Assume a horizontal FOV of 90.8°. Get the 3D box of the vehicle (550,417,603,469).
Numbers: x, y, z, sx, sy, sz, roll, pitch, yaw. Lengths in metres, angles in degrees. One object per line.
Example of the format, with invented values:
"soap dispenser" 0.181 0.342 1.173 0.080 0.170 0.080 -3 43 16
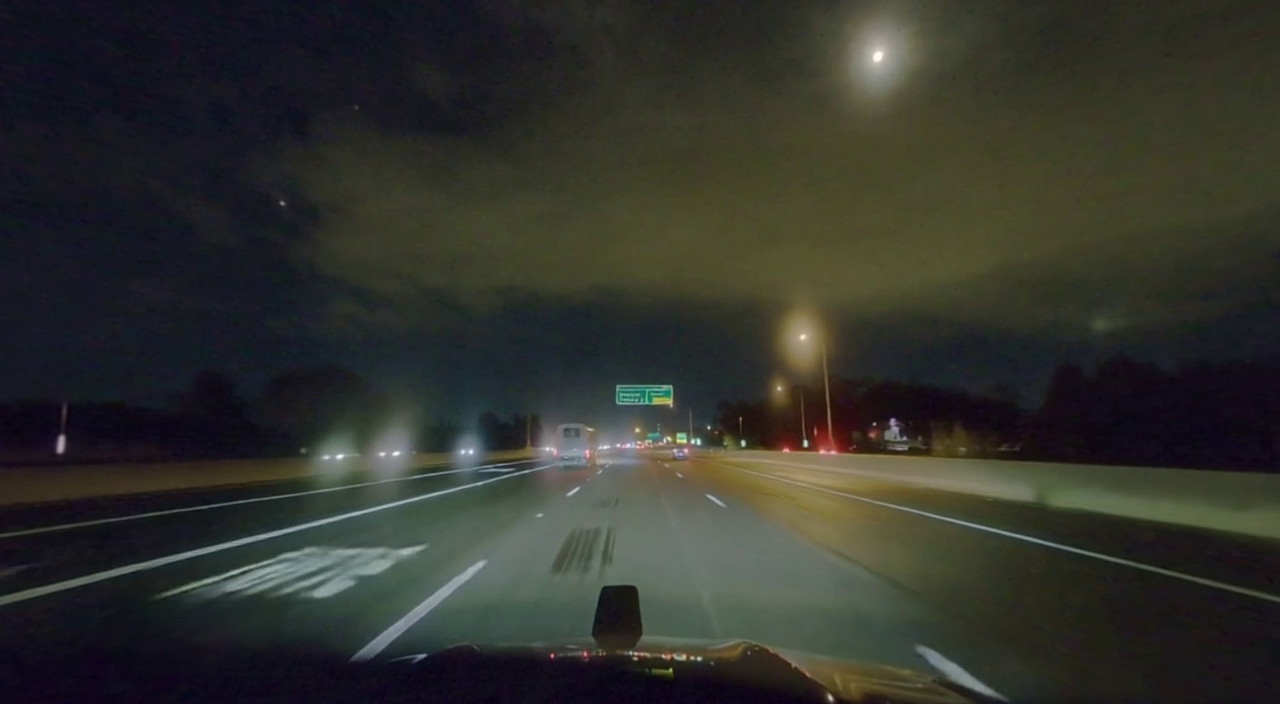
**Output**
"vehicle" -3.863 5.790 40.047 2.881 2.937 7.045 0 -9 -2
